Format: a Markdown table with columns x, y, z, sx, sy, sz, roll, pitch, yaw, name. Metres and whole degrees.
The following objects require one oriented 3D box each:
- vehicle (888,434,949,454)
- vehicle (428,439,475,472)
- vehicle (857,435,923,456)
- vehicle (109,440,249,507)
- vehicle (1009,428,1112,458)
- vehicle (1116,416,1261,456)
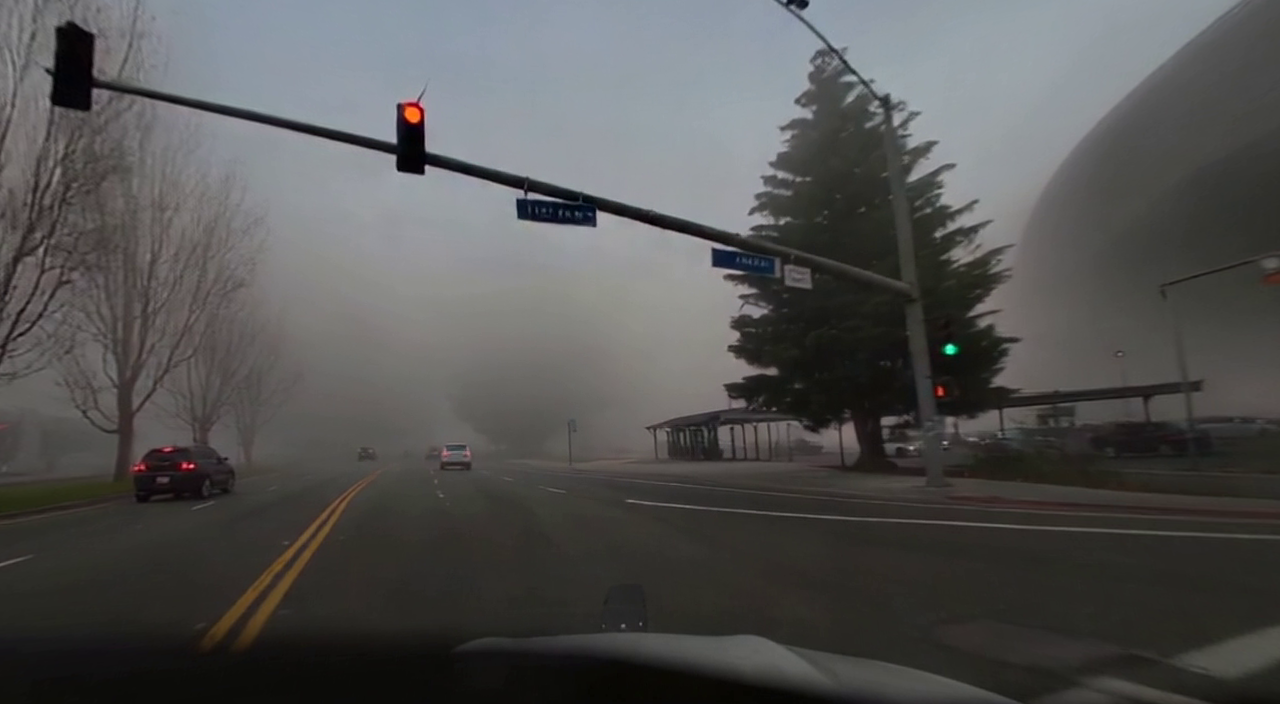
| x | y | z | sx | sy | sz | roll | pitch | yaw | name |
| --- | --- | --- | --- | --- | --- | --- | --- | --- | --- |
| 21.390 | 7.030 | 48.544 | 1.741 | 1.458 | 4.013 | 4 | -9 | -25 | vehicle |
| -11.310 | 6.132 | 37.705 | 2.345 | 1.803 | 4.261 | 3 | -9 | -20 | vehicle |
| 18.745 | 7.010 | 47.497 | 1.896 | 1.459 | 4.611 | 3 | -9 | -22 | vehicle |
| -13.904 | 3.607 | 19.410 | 2.097 | 1.782 | 4.682 | 3 | -9 | -19 | vehicle |
| 24.030 | 5.233 | 36.239 | 1.796 | 1.445 | 4.535 | -2 | -7 | -22 | vehicle |
| 26.474 | 4.134 | 30.686 | 1.860 | 1.629 | 4.805 | -2 | -8 | -24 | vehicle |
